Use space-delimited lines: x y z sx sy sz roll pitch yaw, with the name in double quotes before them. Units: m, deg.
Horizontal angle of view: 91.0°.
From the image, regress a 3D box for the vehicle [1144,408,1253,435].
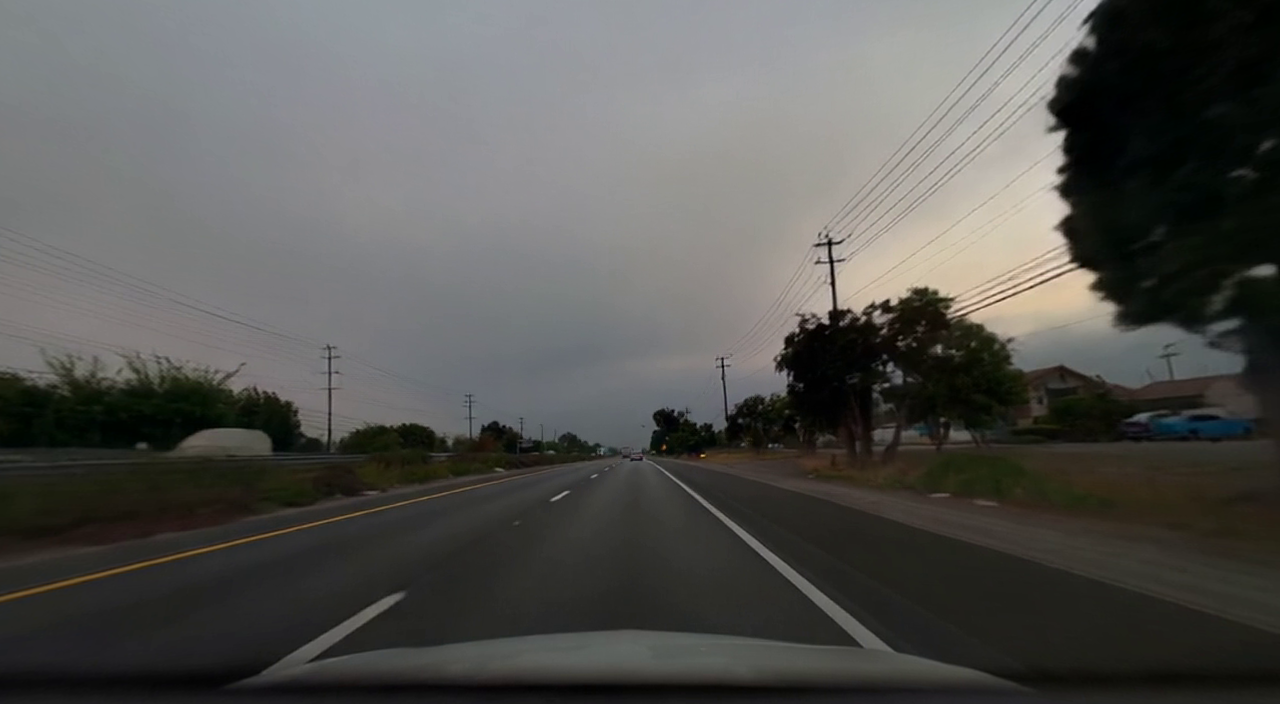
"vehicle" 41.640 5.287 47.186 5.631 1.821 2.168 -5 -10 30
